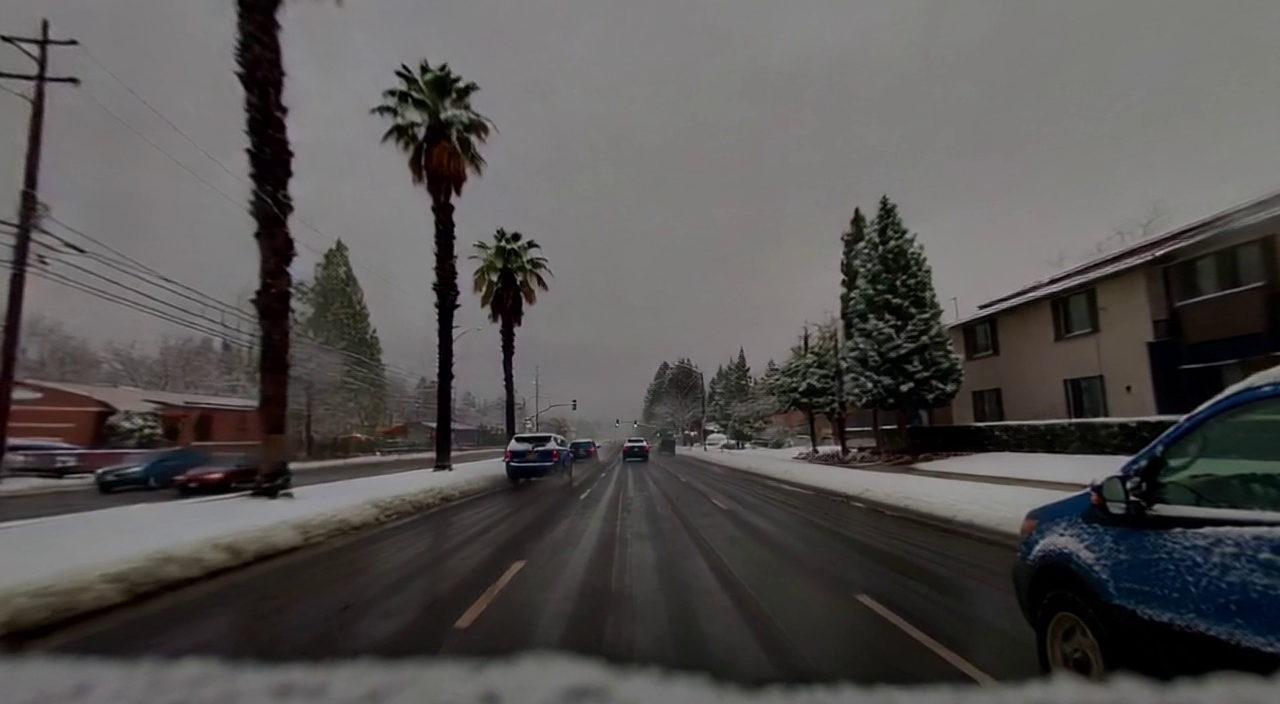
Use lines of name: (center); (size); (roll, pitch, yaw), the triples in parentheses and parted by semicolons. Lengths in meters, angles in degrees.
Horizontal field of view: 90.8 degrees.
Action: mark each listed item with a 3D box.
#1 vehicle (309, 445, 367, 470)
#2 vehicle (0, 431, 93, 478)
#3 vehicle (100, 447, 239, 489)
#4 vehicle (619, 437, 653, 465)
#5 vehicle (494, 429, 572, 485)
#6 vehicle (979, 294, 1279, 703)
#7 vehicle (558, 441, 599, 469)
vehicle: (-22.182, 7.744, 46.601); (1.994, 1.651, 4.681); (-1, -8, -1)
vehicle: (-30.180, 4.948, 30.540); (5.583, 2.103, 2.086); (-1, -6, 2)
vehicle: (-18.678, 4.590, 25.422); (1.911, 1.479, 4.713); (0, -9, 1)
vehicle: (-0.291, 6.725, 42.939); (2.191, 1.761, 3.857); (0, -8, -2)
vehicle: (-3.527, 3.559, 21.612); (1.967, 1.703, 4.157); (0, -8, 0)
vehicle: (3.633, 0.688, 2.125); (2.234, 1.912, 4.847); (0, -8, 0)
vehicle: (-3.302, 5.591, 34.469); (1.869, 1.454, 4.142); (0, -8, -1)
